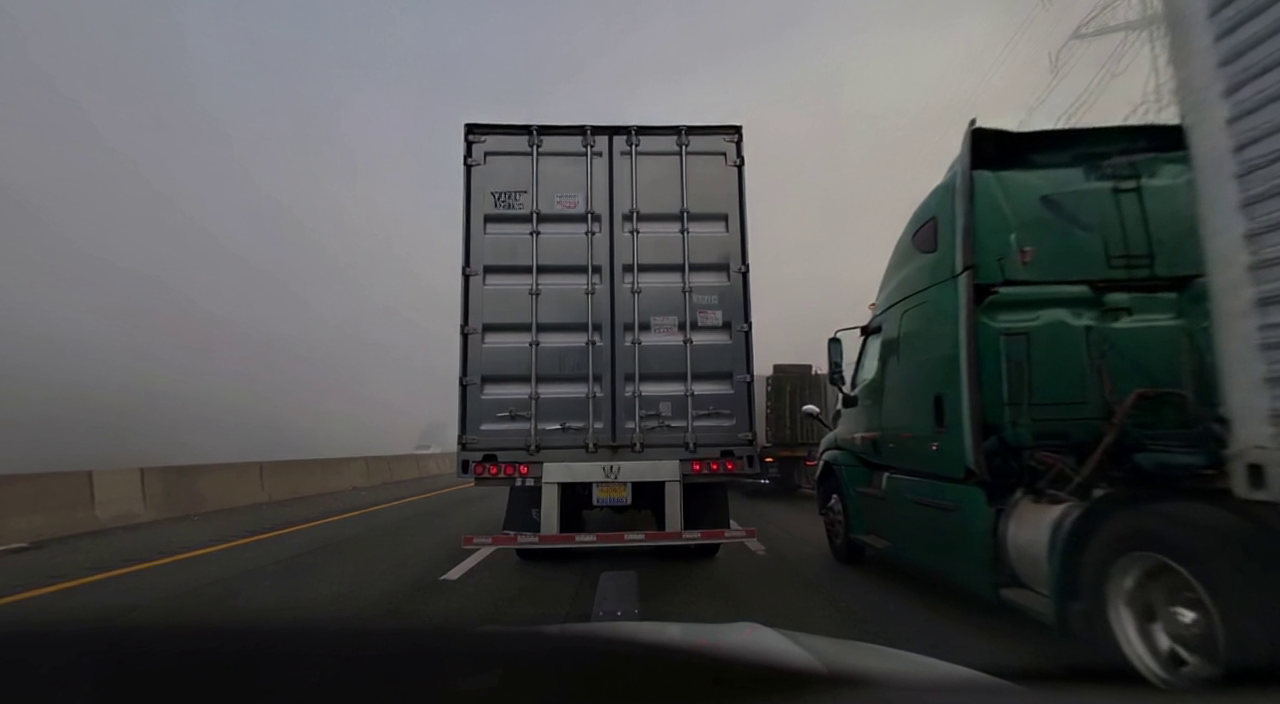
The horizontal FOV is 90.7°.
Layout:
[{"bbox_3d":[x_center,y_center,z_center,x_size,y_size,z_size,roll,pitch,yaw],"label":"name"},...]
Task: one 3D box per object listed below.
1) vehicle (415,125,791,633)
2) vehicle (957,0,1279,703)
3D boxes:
[{"bbox_3d":[-0.295,0.978,11.030,2.841,4.071,12.046,0,-8,0],"label":"vehicle"},{"bbox_3d":[3.578,-0.486,0.152,2.955,3.777,7.403,0,-8,-1],"label":"vehicle"}]
